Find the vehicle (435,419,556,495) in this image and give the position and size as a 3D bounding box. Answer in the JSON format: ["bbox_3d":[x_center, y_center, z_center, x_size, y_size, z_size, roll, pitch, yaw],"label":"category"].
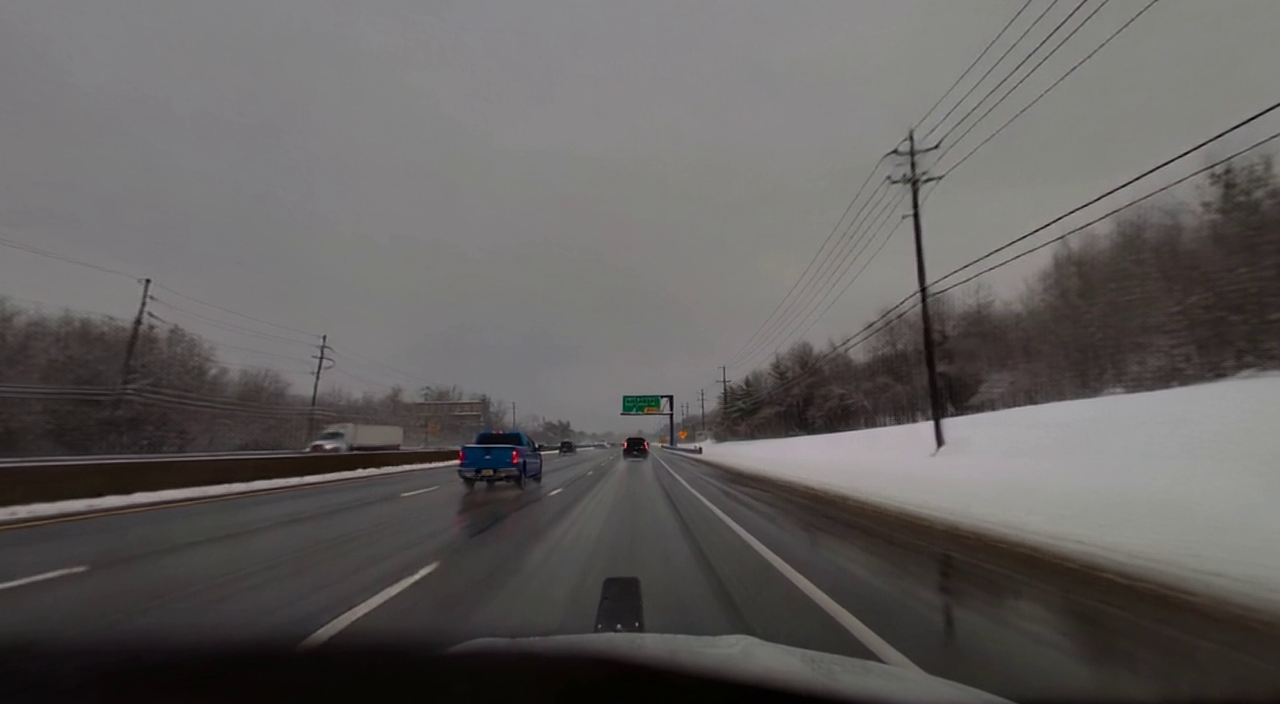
[{"bbox_3d":[-3.851,2.941,18.017,2.204,1.812,5.289,0,-8,0],"label":"vehicle"}]

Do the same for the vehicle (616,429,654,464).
[{"bbox_3d":[-0.341,6.232,41.765,2.358,2.144,4.713,0,-8,0],"label":"vehicle"}]
